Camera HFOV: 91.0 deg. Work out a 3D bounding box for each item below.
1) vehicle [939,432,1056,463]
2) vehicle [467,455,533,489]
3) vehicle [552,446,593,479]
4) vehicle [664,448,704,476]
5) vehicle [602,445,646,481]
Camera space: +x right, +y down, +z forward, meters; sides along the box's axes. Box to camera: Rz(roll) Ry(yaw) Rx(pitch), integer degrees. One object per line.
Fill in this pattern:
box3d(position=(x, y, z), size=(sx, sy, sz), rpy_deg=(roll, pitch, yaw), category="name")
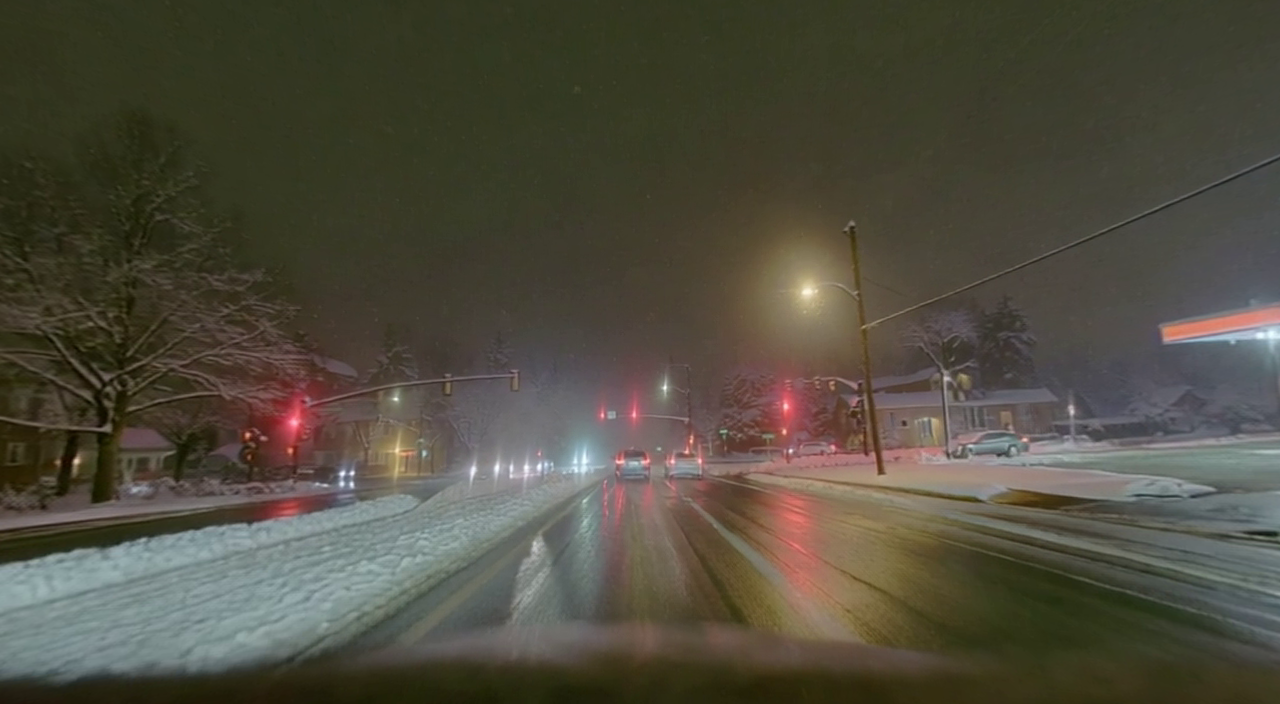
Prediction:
box3d(position=(18.011, 4.850, 31.859), size=(4.660, 1.462, 2.034), rpy_deg=(0, -9, 0), category="vehicle")
box3d(position=(-6.333, 5.467, 28.973), size=(2.033, 1.442, 4.668), rpy_deg=(0, -9, -1), category="vehicle")
box3d(position=(-3.999, 6.611, 37.840), size=(2.139, 1.851, 3.970), rpy_deg=(0, -9, -2), category="vehicle")
box3d(position=(2.762, 7.042, 40.429), size=(2.103, 1.647, 4.318), rpy_deg=(0, -9, -2), category="vehicle")
box3d(position=(-0.782, 5.808, 33.031), size=(2.146, 1.742, 4.095), rpy_deg=(0, -9, 0), category="vehicle")
